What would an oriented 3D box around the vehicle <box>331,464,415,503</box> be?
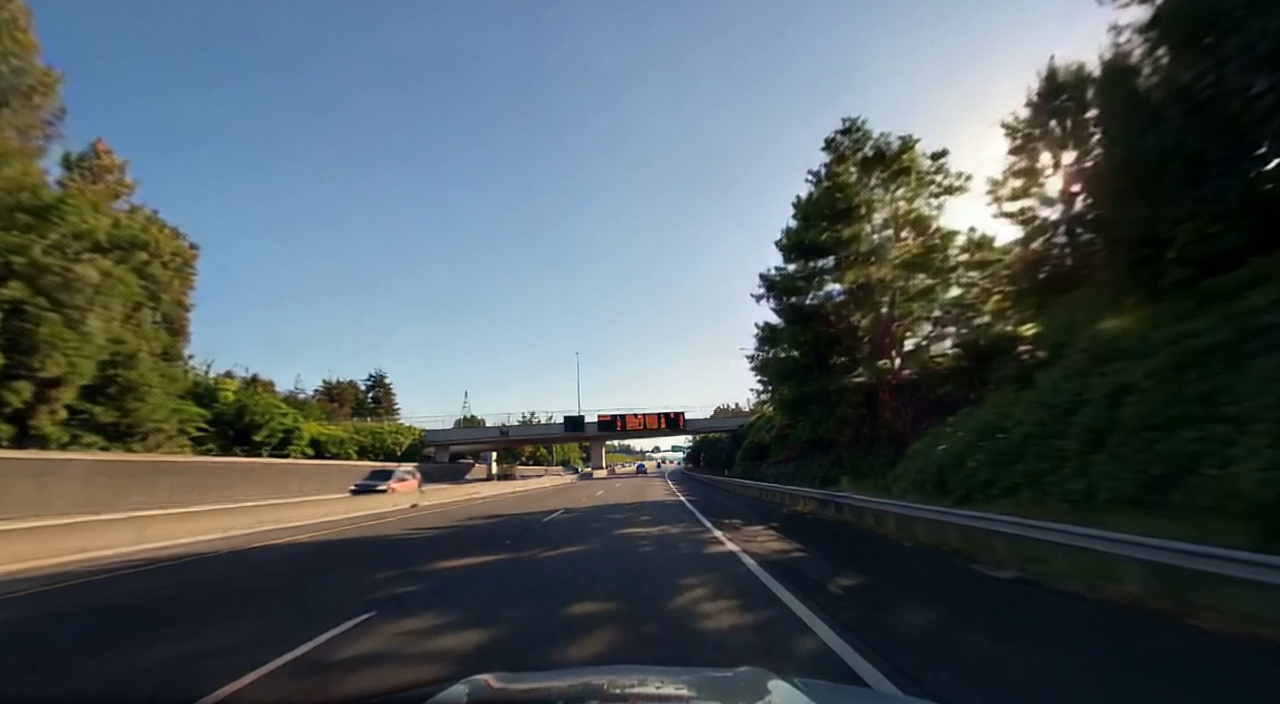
[{"bbox_3d":[-10.833,5.357,25.846,1.772,1.411,3.681,1,-11,0],"label":"vehicle"}]
